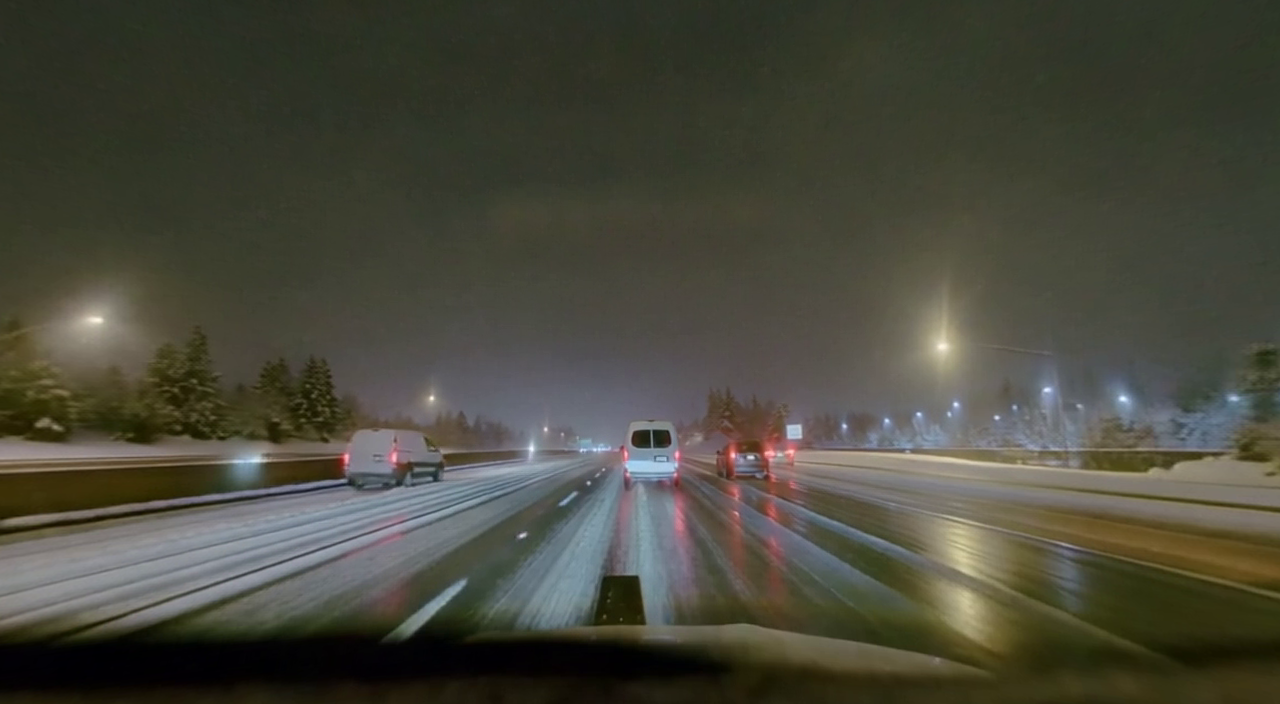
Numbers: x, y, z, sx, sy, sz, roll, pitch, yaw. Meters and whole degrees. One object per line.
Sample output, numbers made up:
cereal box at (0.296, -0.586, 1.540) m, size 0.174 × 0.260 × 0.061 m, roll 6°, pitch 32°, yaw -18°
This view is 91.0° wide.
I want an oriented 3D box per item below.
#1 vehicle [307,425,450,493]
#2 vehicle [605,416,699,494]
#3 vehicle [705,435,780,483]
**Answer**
vehicle at (-7.695, 3.201, 19.212) m, size 2.192 × 1.776 × 4.957 m, roll 0°, pitch -8°, yaw 0°
vehicle at (0.293, 3.112, 19.289) m, size 2.509 × 2.062 × 4.639 m, roll 0°, pitch -8°, yaw -1°
vehicle at (3.909, 4.166, 24.839) m, size 2.146 × 1.678 × 4.489 m, roll 0°, pitch -8°, yaw -1°
